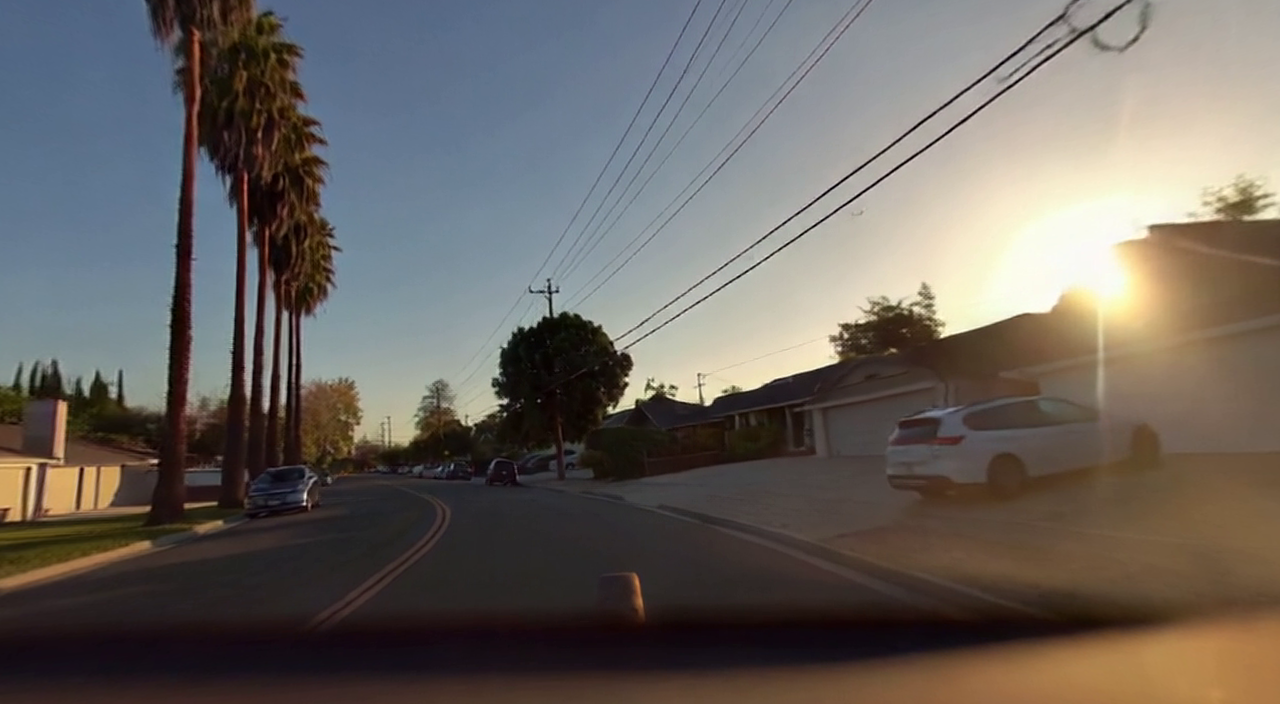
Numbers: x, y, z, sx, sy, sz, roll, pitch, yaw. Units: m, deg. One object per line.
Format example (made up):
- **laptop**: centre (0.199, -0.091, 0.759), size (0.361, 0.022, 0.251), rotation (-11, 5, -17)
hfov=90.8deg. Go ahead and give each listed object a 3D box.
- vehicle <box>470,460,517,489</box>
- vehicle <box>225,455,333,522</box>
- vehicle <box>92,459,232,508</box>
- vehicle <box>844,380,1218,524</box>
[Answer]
- **vehicle**: centre (-8.531, 7.061, 36.650), size (1.870, 1.490, 3.802), rotation (4, -10, -25)
- **vehicle**: centre (-11.719, 4.433, 20.911), size (2.410, 1.790, 4.699), rotation (1, -10, -22)
- **vehicle**: centre (-19.748, 5.429, 26.304), size (4.060, 1.843, 1.979), rotation (2, -9, -16)
- **vehicle**: centre (6.526, 1.689, 10.871), size (5.102, 2.040, 2.472), rotation (2, -9, -14)
